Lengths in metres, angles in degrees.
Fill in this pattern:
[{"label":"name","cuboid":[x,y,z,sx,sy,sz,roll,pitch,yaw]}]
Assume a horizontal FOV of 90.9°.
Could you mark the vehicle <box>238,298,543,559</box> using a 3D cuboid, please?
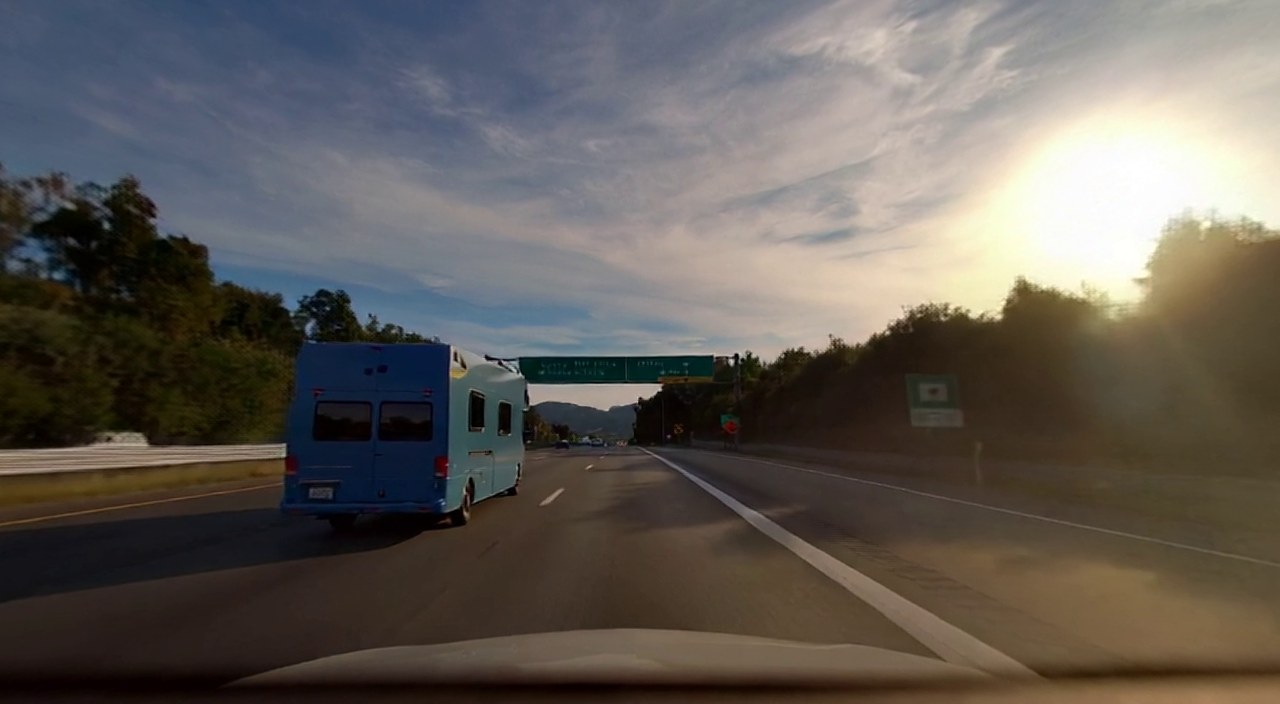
[{"label":"vehicle","cuboid":[-3.747,1.383,11.777,2.676,3.269,7.388,-2,-7,0]}]
